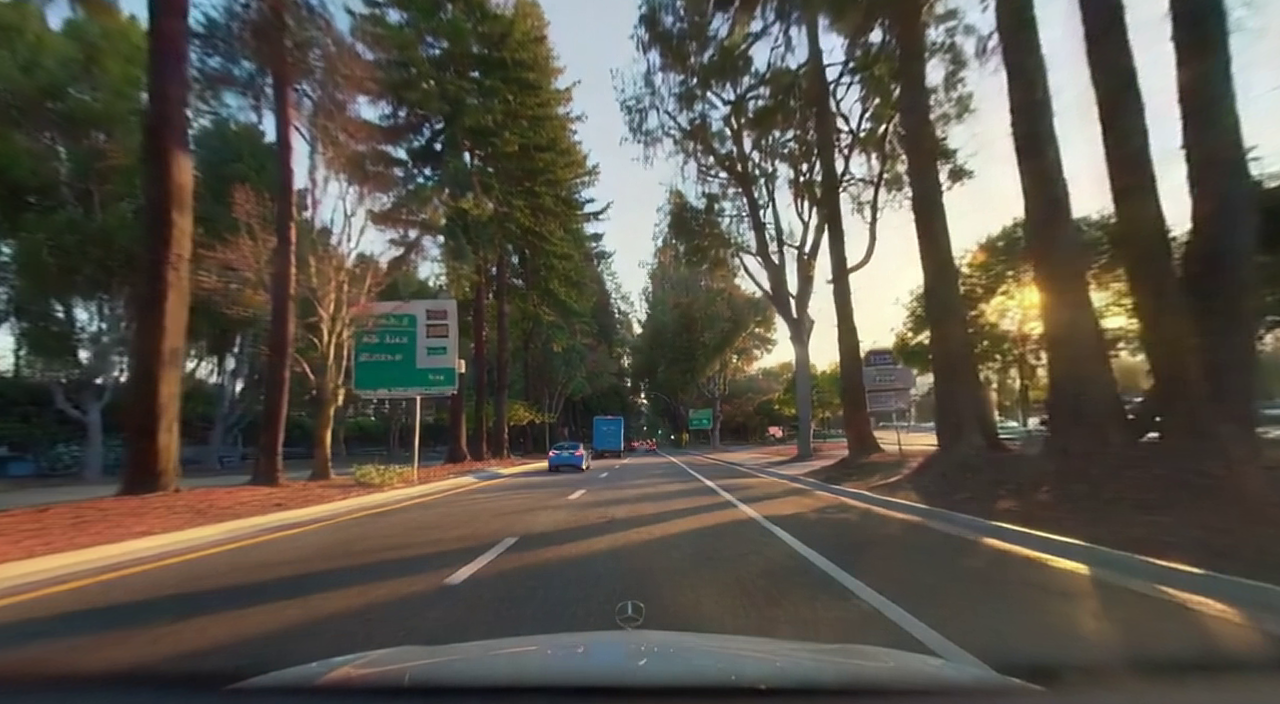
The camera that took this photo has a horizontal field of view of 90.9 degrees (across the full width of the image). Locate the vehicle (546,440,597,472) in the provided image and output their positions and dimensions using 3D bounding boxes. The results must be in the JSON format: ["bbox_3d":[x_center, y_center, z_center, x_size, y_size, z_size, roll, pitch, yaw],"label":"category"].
[{"bbox_3d":[-3.391,5.212,31.882,2.005,1.462,4.345,0,-8,1],"label":"vehicle"}]
